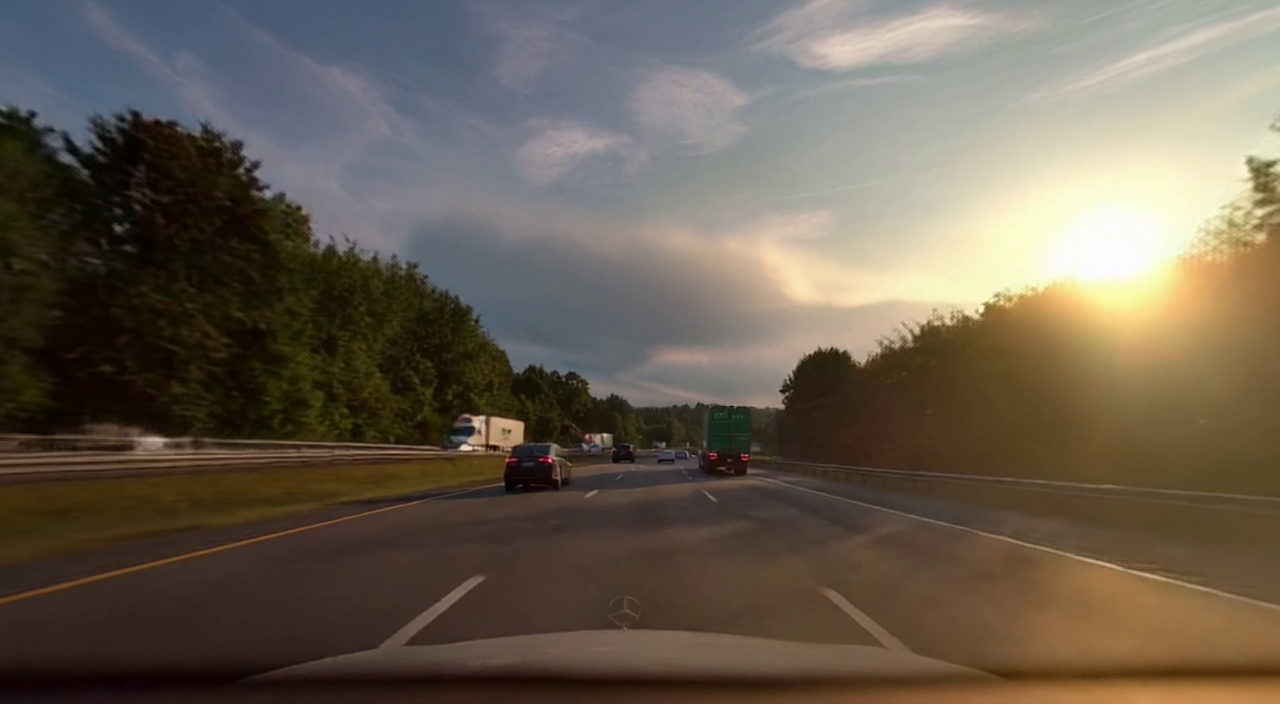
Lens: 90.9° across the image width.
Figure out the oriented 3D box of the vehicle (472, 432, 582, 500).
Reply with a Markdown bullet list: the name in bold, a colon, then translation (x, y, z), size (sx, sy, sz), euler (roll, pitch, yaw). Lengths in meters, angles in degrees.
- **vehicle**: translation (-3.112, 3.260, 18.426), size (2.205, 1.728, 4.397), euler (0, -9, 2)

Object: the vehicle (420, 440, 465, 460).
- **vehicle**: translation (-15.251, 7.613, 48.809), size (1.798, 1.455, 4.162), euler (-1, -9, 5)

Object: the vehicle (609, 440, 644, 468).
- **vehicle**: translation (-0.979, 7.913, 48.903), size (2.201, 2.038, 5.065), euler (-1, -9, 4)

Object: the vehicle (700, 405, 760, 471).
- **vehicle**: translation (6.089, 6.259, 45.123), size (3.057, 3.993, 13.914), euler (-1, -9, 3)
